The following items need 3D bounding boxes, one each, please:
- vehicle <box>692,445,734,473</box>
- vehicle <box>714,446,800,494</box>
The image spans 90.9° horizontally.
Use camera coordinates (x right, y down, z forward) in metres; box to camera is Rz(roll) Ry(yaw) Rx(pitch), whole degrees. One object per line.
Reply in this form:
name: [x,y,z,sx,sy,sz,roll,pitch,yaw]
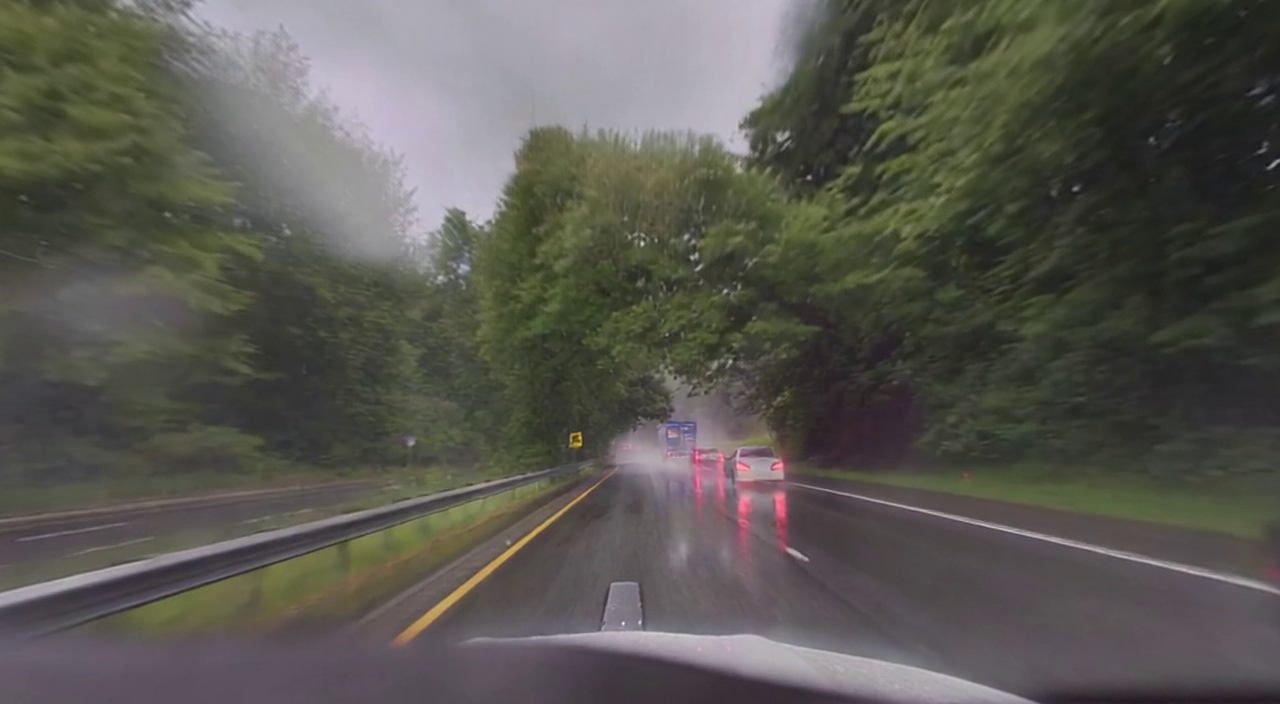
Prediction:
vehicle: [4.736,7.022,41.468,2.118,1.688,4.715,0,-9,-1]
vehicle: [3.961,4.076,22.177,2.031,1.491,4.883,0,-9,-1]
